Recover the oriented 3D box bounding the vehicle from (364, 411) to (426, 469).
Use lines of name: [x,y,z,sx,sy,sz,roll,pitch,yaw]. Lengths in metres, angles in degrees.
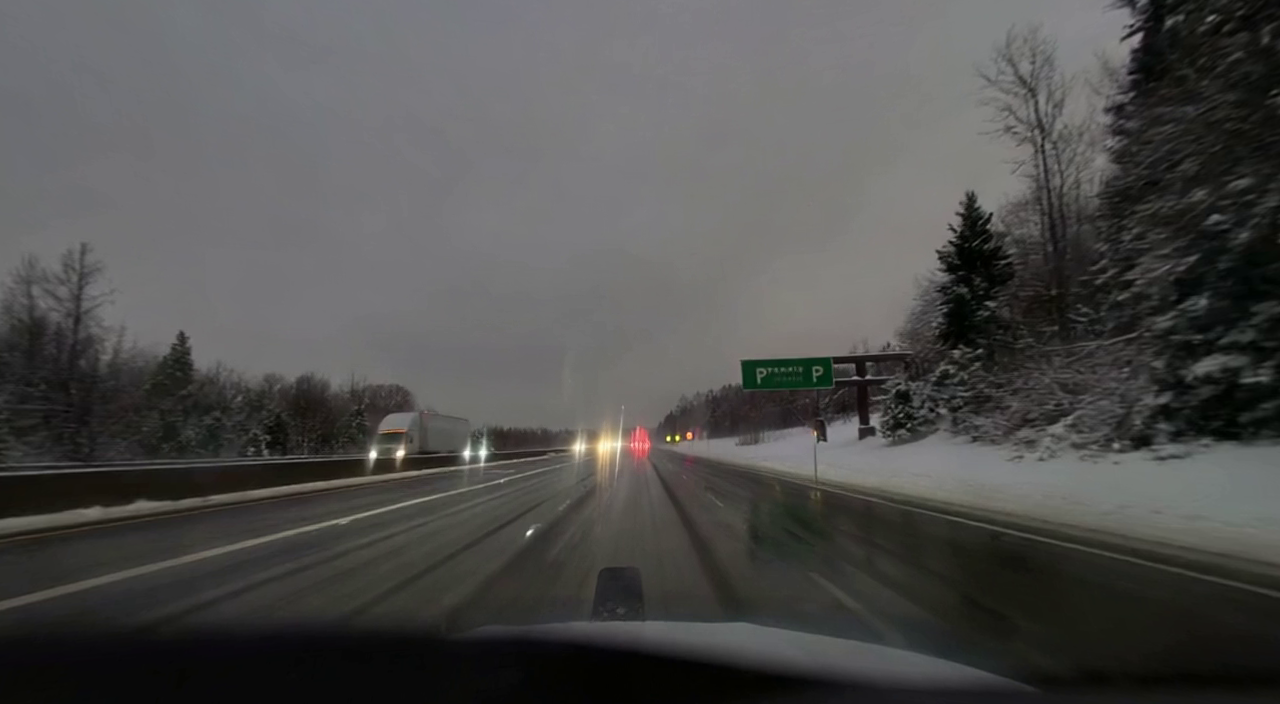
vehicle: [-18.482,6.678,47.757,3.251,4.162,3.126,0,-9,1]
